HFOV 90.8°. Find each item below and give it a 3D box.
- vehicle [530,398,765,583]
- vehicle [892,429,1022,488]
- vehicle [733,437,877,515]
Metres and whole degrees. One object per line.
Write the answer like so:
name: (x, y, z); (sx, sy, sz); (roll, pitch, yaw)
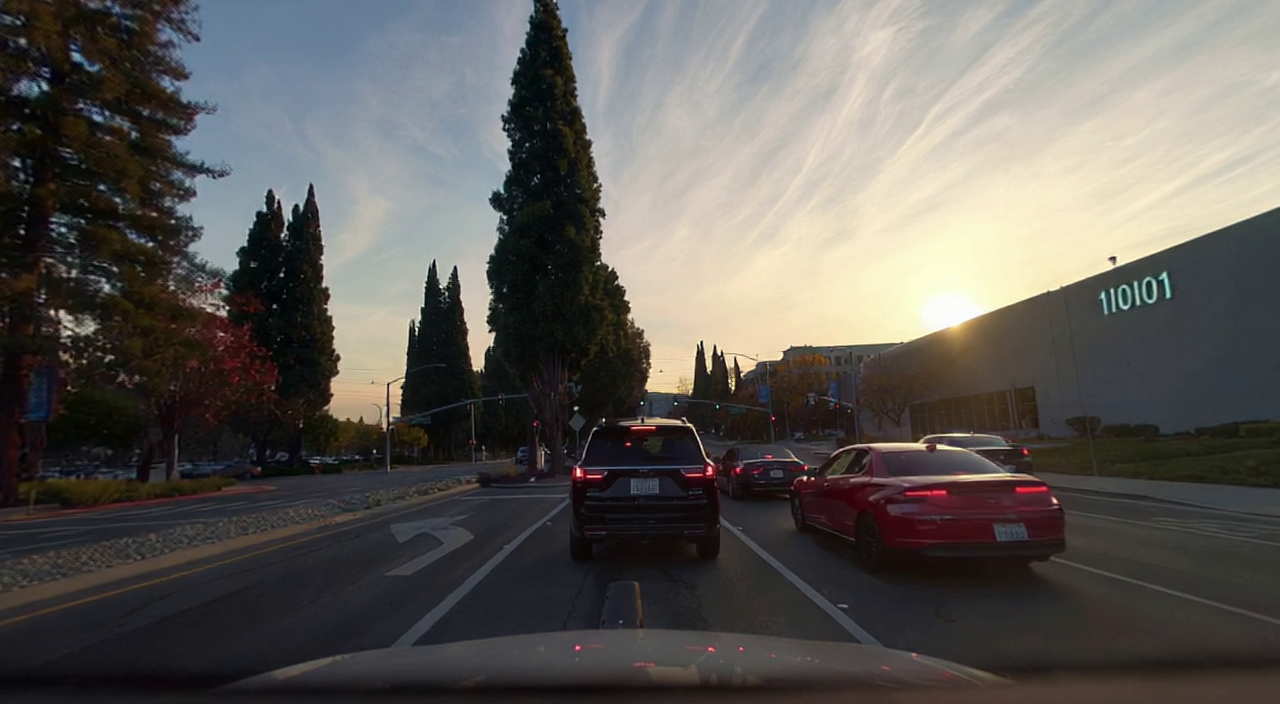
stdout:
vehicle: (0.061, 1.653, 8.254); (2.266, 1.762, 4.131); (0, -9, 0)
vehicle: (10.861, 3.694, 22.123); (2.123, 1.812, 4.553); (0, -9, -1)
vehicle: (3.491, 2.713, 14.358); (1.997, 1.471, 4.321); (0, -9, -2)
